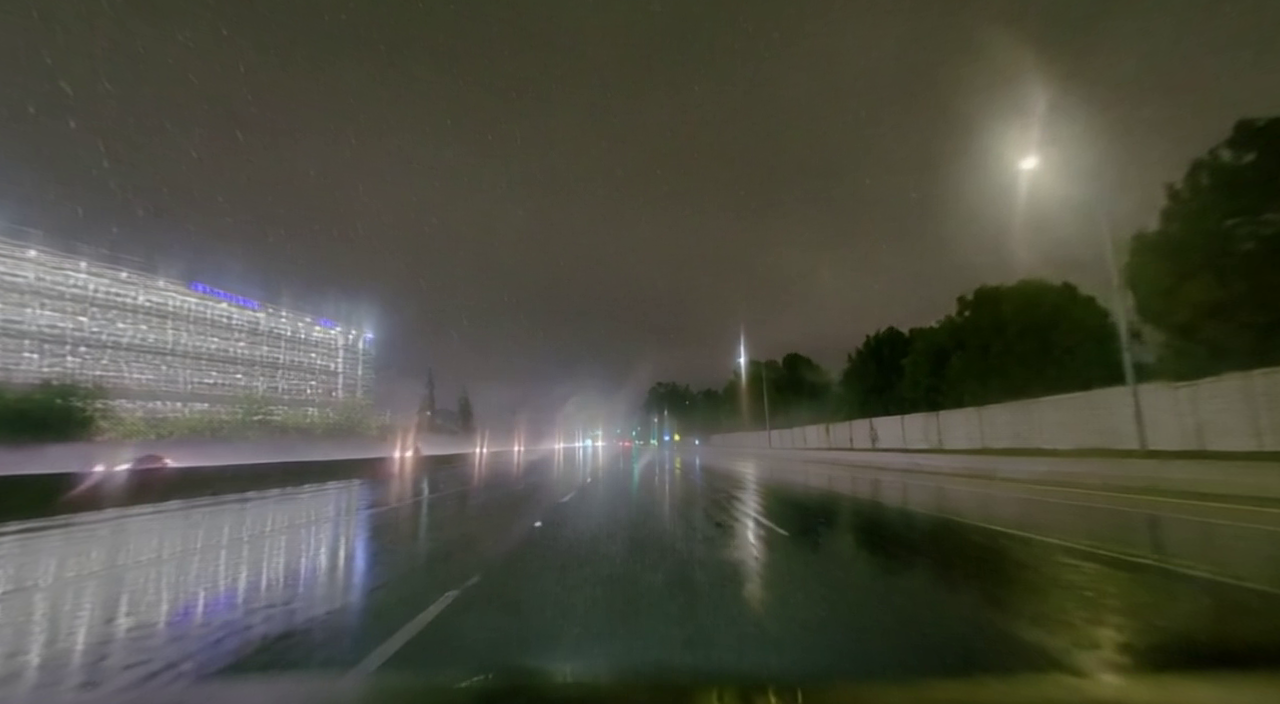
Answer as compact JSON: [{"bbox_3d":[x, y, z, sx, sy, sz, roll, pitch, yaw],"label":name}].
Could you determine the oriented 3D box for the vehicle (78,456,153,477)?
[{"bbox_3d":[-40.235,8.794,48.571,1.789,1.457,4.444,-1,-9,2],"label":"vehicle"}]
